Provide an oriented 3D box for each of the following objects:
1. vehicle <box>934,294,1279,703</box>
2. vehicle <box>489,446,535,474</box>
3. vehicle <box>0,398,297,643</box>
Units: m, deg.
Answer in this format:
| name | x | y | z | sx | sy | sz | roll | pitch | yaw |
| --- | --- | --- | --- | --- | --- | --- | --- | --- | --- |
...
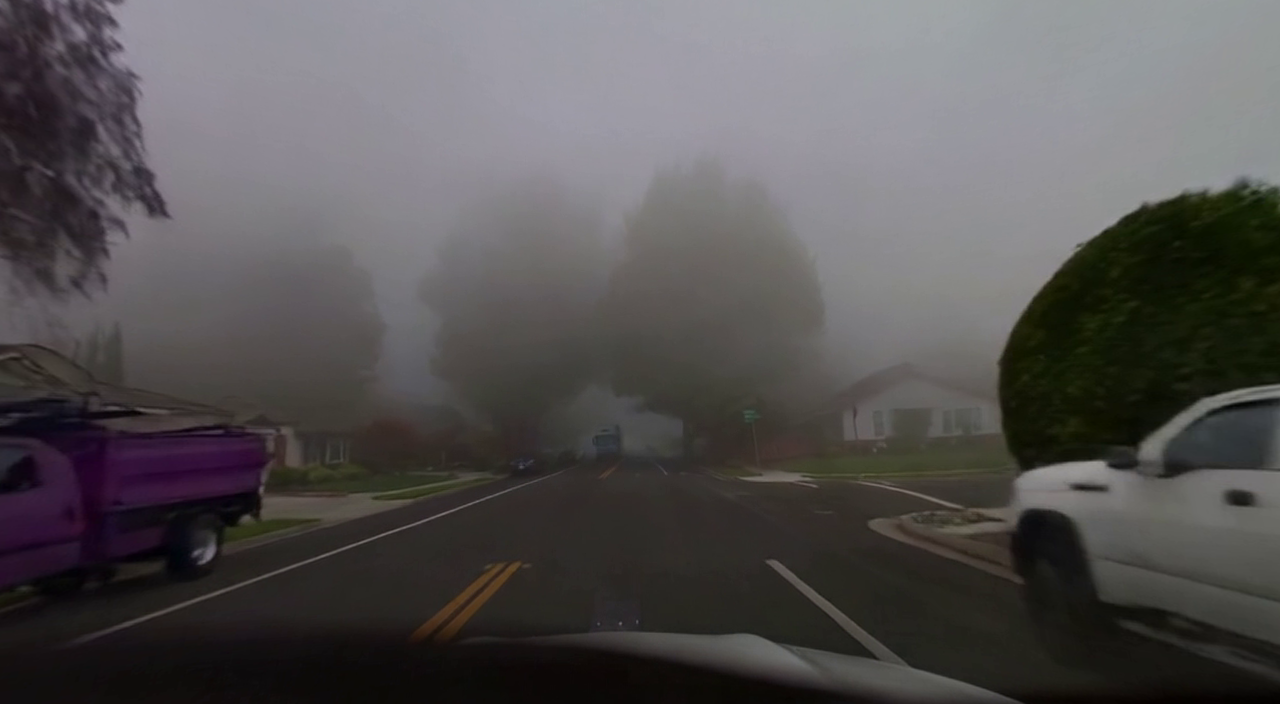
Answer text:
| name | x | y | z | sx | sy | sz | roll | pitch | yaw |
| --- | --- | --- | --- | --- | --- | --- | --- | --- | --- |
| vehicle | 3.421 | 0.696 | 2.153 | 2.235 | 1.826 | 5.321 | 0 | -9 | 0 |
| vehicle | -8.739 | 7.418 | 43.632 | 2.119 | 1.775 | 4.643 | 0 | -9 | 1 |
| vehicle | -6.567 | 1.669 | 6.930 | 2.302 | 2.059 | 5.758 | 0 | -9 | 1 |
